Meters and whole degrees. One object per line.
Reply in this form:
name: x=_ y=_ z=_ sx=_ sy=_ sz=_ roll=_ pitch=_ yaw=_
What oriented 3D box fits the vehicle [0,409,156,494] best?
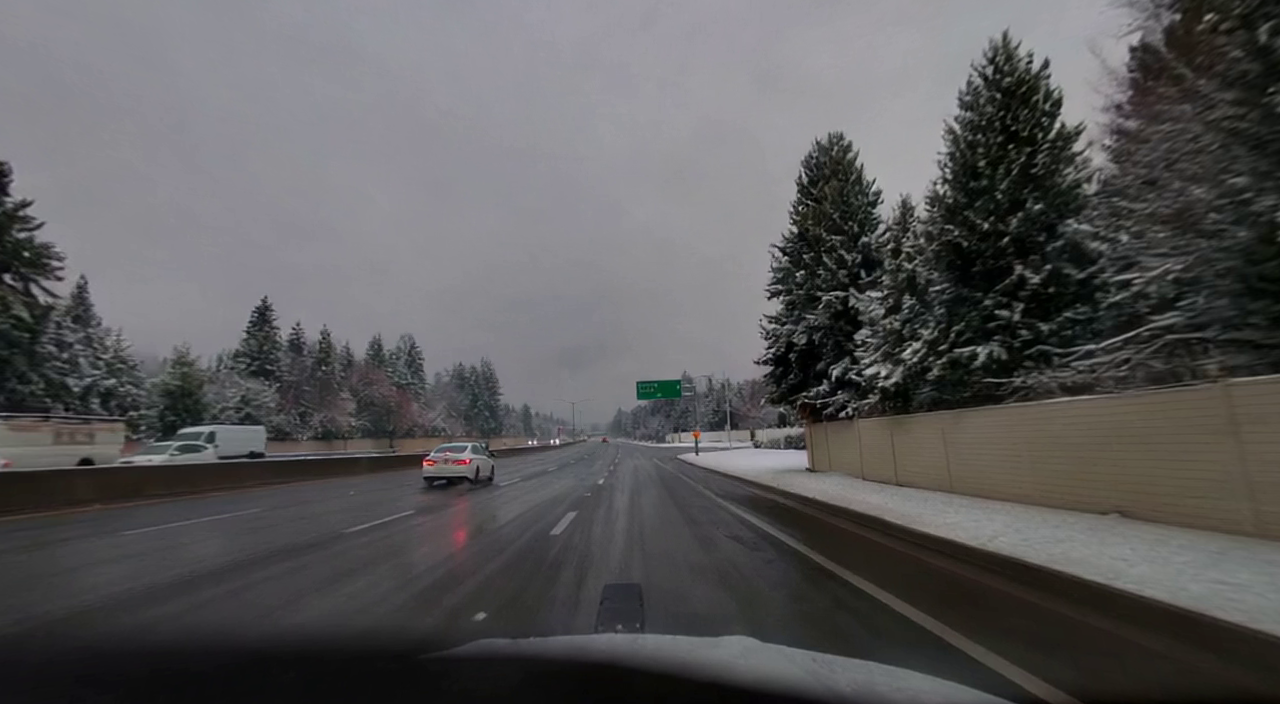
vehicle: x=-26.194 y=4.353 z=27.755 sx=2.959 sy=3.242 sz=8.689 roll=0 pitch=-9 yaw=-1

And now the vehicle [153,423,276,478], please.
vehicle: x=-26.417 y=6.150 z=39.747 sx=2.778 sy=3.125 sz=7.002 roll=0 pitch=-8 yaw=0

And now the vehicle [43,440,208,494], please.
vehicle: x=-19.145 y=4.269 z=23.946 sx=1.896 sy=1.785 sz=5.244 roll=0 pitch=-9 yaw=-1

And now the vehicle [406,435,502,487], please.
vehicle: x=-6.726 y=3.993 z=23.469 sx=2.115 sy=1.711 sz=4.722 roll=0 pitch=-9 yaw=0
